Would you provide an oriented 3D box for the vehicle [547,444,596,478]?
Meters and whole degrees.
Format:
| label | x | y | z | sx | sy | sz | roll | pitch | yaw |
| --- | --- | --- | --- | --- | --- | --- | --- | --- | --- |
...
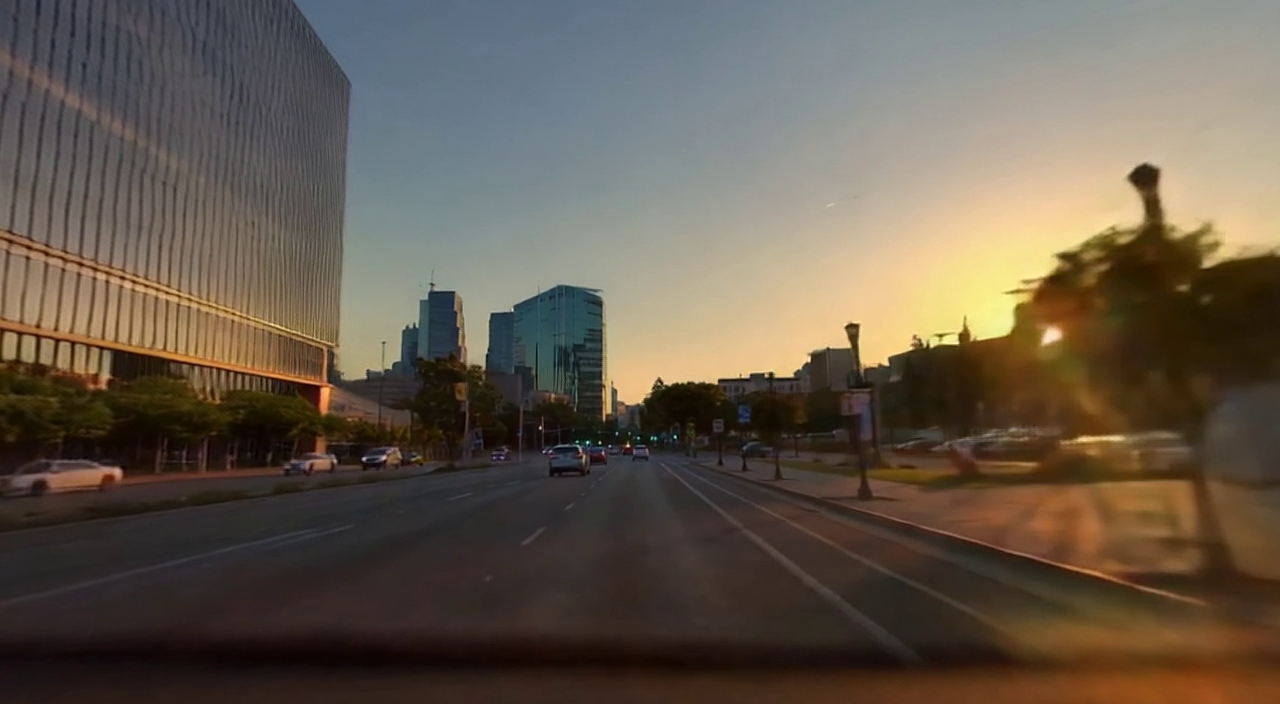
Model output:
| label | x | y | z | sx | sy | sz | roll | pitch | yaw |
| --- | --- | --- | --- | --- | --- | --- | --- | --- | --- |
| vehicle | -3.329 | 5.370 | 31.350 | 1.983 | 1.545 | 3.773 | 0 | -9 | 0 |

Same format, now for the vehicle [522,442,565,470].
| label | x | y | z | sx | sy | sz | roll | pitch | yaw |
| --- | --- | --- | --- | --- | --- | --- | --- | --- | --- |
| vehicle | -6.738 | 7.324 | 44.759 | 2.224 | 1.821 | 4.711 | 0 | -9 | 1 |

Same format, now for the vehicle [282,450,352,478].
| label | x | y | z | sx | sy | sz | roll | pitch | yaw |
| --- | --- | --- | --- | --- | --- | --- | --- | --- | --- |
| vehicle | -20.057 | 6.944 | 39.454 | 1.918 | 1.601 | 4.610 | 0 | -9 | 0 |

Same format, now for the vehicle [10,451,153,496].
| label | x | y | z | sx | sy | sz | roll | pitch | yaw |
| --- | --- | --- | --- | --- | --- | --- | --- | --- | --- |
| vehicle | -23.615 | 5.113 | 27.016 | 1.855 | 1.692 | 4.621 | 0 | -9 | 0 |
